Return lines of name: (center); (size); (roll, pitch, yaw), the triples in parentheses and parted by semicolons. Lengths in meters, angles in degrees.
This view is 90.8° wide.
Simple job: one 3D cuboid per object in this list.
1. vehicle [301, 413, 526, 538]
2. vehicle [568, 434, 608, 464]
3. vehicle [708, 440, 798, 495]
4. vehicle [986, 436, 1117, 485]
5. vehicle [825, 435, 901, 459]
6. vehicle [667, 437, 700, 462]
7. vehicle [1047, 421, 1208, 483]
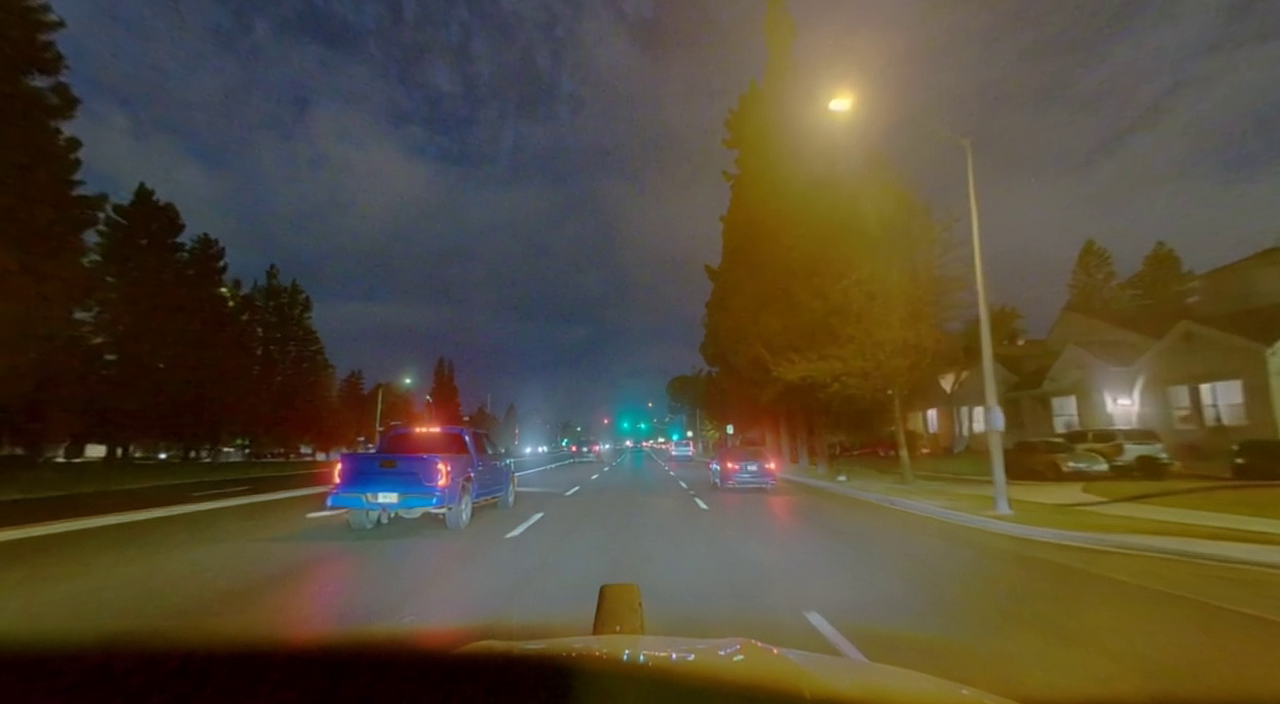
vehicle: (-3.678, 2.107, 11.620); (2.111, 1.745, 5.274); (0, -8, 1)
vehicle: (-3.406, 6.471, 42.333); (2.218, 1.829, 4.492); (0, -8, 1)
vehicle: (3.295, 3.420, 19.244); (1.884, 1.463, 4.195); (0, -8, -1)
vehicle: (13.952, 3.677, 21.779); (1.929, 1.502, 4.177); (0, -8, 4)
vehicle: (16.236, 6.922, 46.090); (4.759, 1.673, 1.972); (0, -8, -3)
vehicle: (3.369, 7.684, 49.990); (2.099, 1.845, 4.363); (0, -8, -2)
vehicle: (16.569, 3.475, 21.866); (2.040, 1.784, 4.533); (-3, -10, 3)
